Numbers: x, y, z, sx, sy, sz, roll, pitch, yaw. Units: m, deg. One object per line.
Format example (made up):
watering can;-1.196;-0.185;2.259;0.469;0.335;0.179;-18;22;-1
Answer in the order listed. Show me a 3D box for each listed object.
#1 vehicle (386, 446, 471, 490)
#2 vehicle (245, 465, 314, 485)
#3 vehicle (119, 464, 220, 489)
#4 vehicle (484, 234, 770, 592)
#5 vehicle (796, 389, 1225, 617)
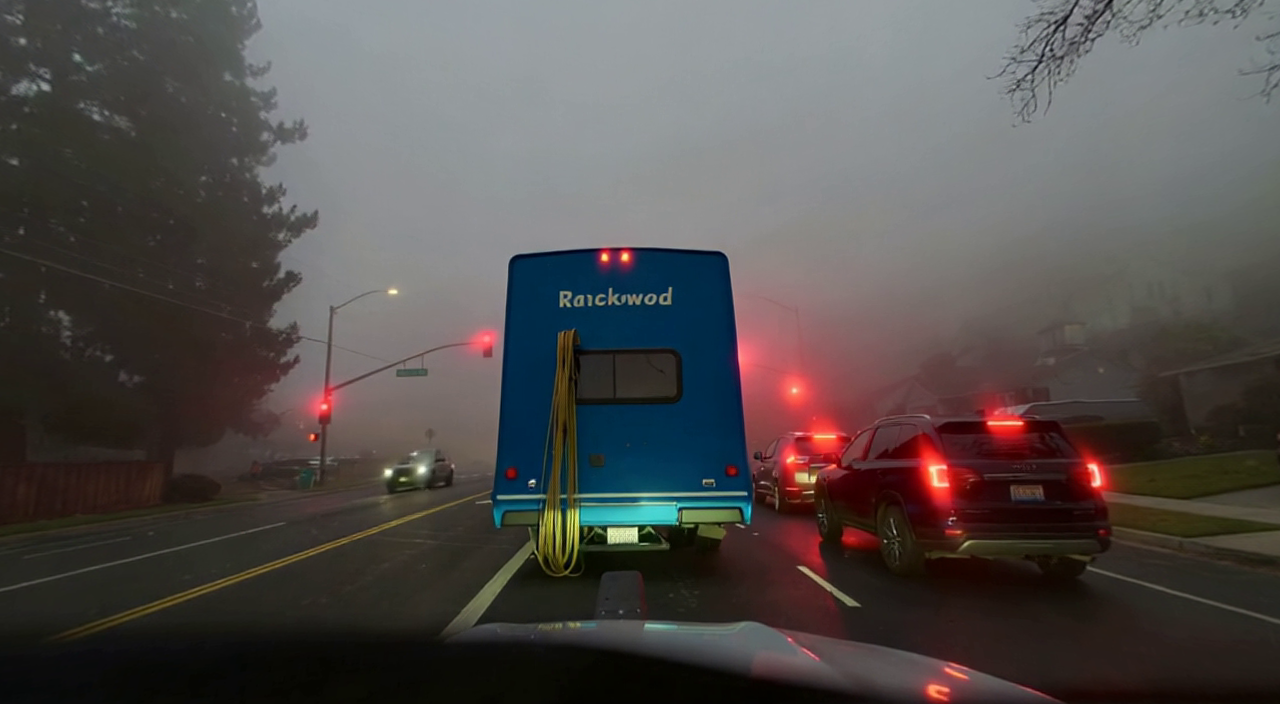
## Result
vehicle;-8.984;4.914;27.240;2.110;1.713;4.449;0;-9;0
vehicle;-27.420;9.364;48.133;4.187;1.445;1.809;0;-9;0
vehicle;-30.938;8.189;41.667;4.954;1.506;2.014;0;-9;-3
vehicle;-0.117;1.141;10.307;2.709;3.511;8.213;0;-9;0
vehicle;3.406;1.490;7.133;2.104;1.735;4.408;0;-9;0
